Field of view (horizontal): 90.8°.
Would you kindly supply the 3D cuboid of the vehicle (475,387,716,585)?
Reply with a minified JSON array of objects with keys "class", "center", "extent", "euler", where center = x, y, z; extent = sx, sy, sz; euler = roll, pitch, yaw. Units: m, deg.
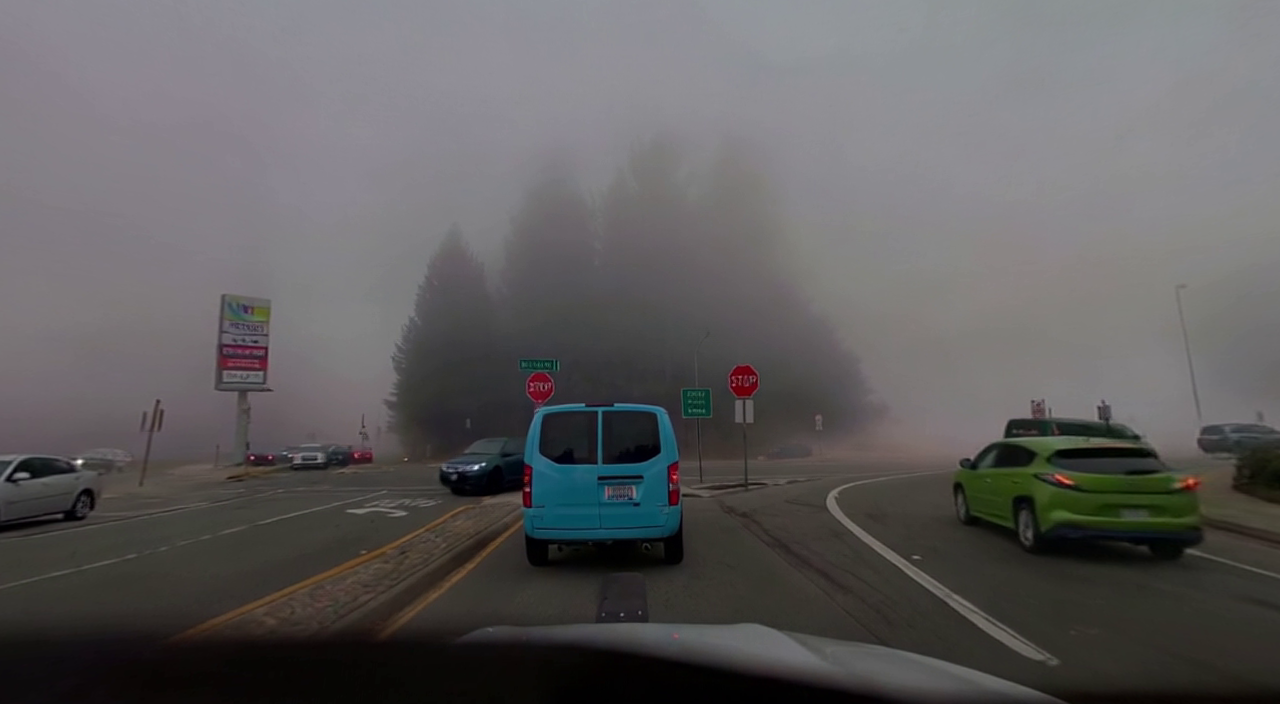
[{"class":"vehicle","center":[-0.346,1.581,8.225],"extent":[2.237,1.828,4.546],"euler":[0,-9,2]}]

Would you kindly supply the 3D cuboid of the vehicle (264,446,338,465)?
[{"class":"vehicle","center":[-26.217,8.018,48.978],"extent":[4.670,1.472,1.851],"euler":[1,-9,-8]}]

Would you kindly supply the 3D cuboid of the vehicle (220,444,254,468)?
[{"class":"vehicle","center":[-29.961,7.736,47.080],"extent":[1.913,1.682,4.120],"euler":[5,-10,-31]}]

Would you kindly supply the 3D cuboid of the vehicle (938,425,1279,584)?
[{"class":"vehicle","center":[5.816,1.835,8.614],"extent":[2.079,1.504,4.828],"euler":[-2,-9,12]}]

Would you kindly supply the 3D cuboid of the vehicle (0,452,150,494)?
[{"class":"vehicle","center":[-21.459,4.525,24.065],"extent":[2.038,1.392,4.362],"euler":[0,-9,0]}]
